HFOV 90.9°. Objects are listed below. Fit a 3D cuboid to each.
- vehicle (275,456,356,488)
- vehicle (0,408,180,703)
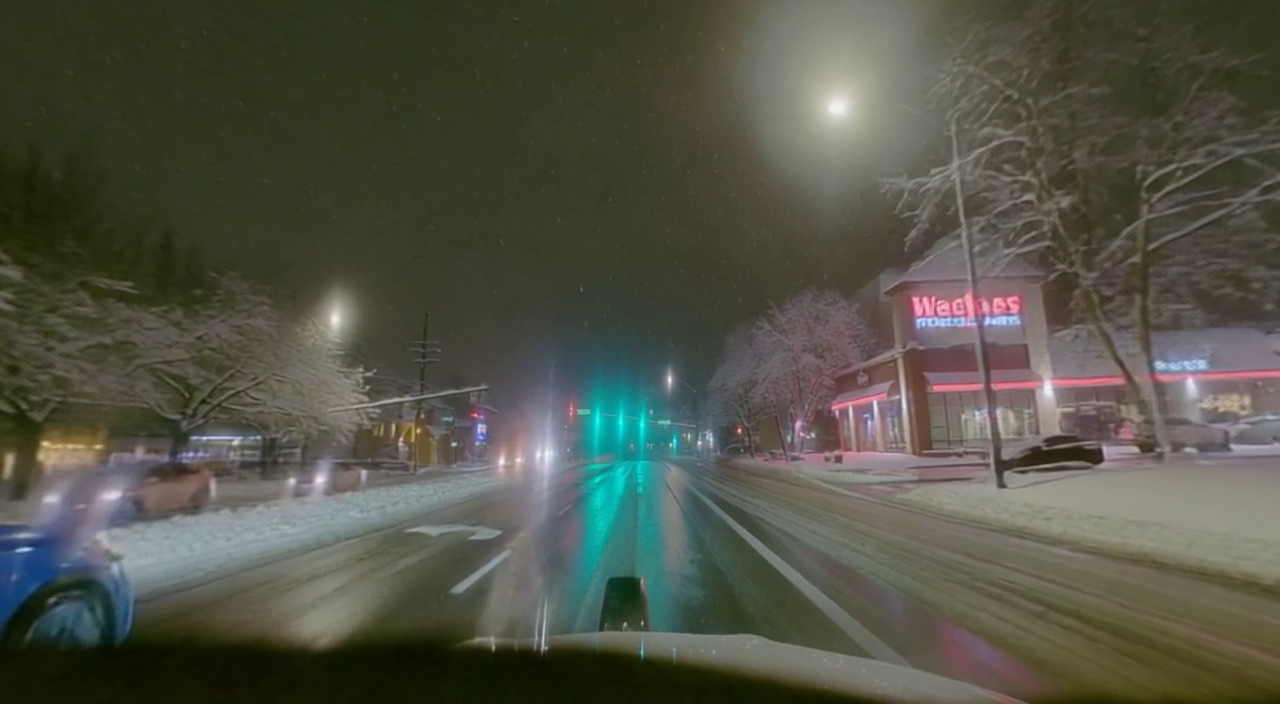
[{"bbox_3d":[-18.226,6.759,35.713,2.054,1.534,4.704,-2,-9,0],"label":"vehicle"},{"bbox_3d":[-3.082,0.677,0.406,2.082,1.460,4.636,0,-9,0],"label":"vehicle"}]
